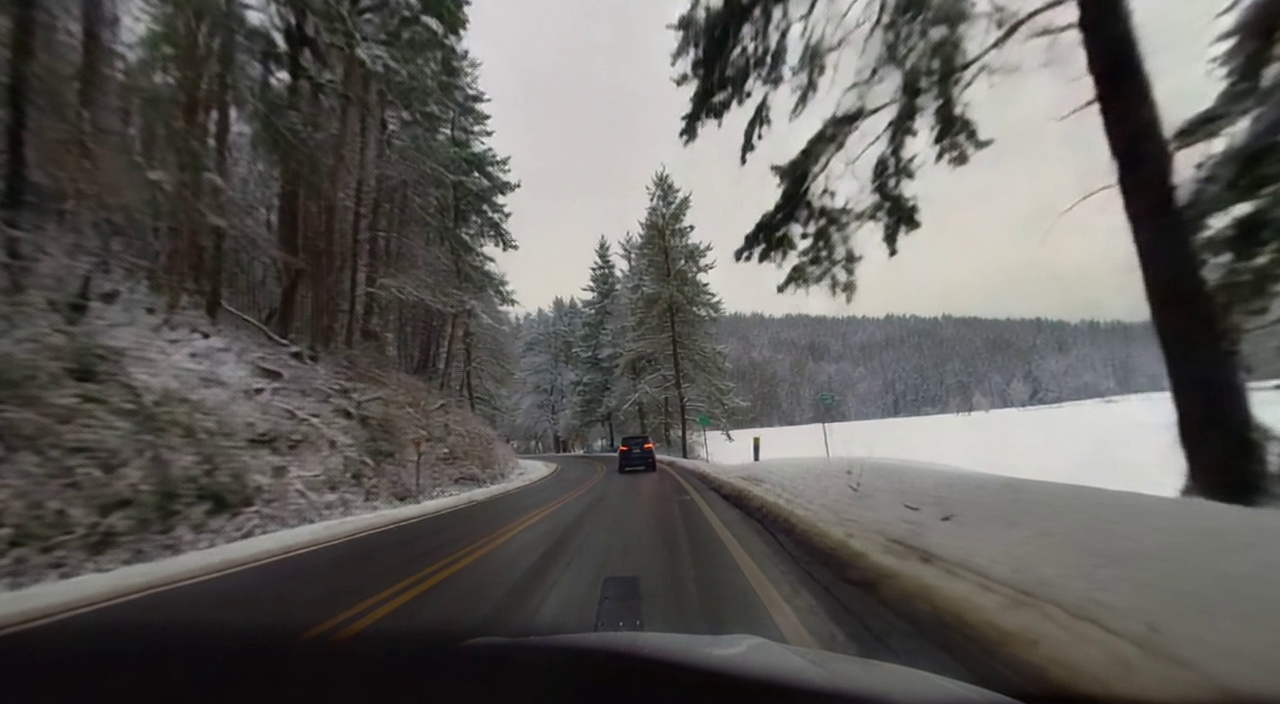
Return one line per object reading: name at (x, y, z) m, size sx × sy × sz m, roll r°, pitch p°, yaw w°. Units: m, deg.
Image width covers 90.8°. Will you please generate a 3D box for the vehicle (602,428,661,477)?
vehicle at (-0.445, 4.899, 31.016) m, size 2.469 × 1.953 × 5.605 m, roll -5°, pitch -8°, yaw -2°
